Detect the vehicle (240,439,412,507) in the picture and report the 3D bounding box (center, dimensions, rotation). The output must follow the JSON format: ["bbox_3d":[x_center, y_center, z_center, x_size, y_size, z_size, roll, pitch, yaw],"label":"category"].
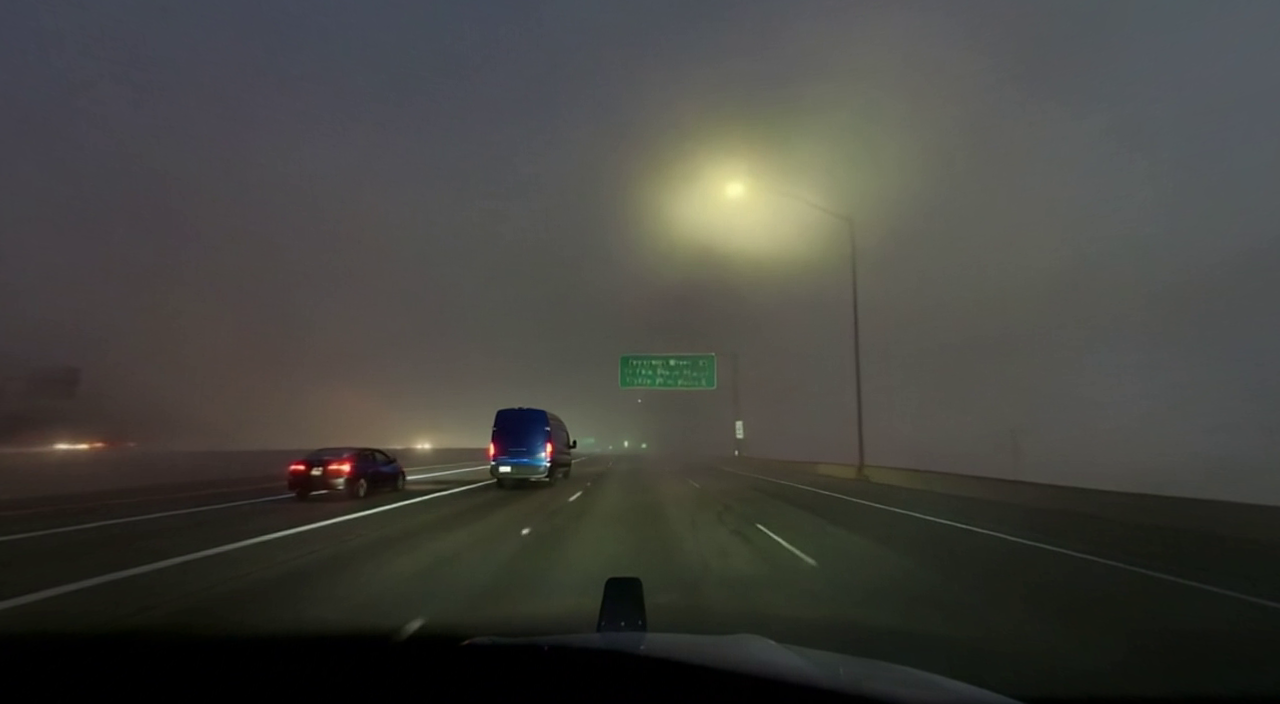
[{"bbox_3d":[-7.879,3.054,16.409,1.987,1.490,4.781,0,-9,1],"label":"vehicle"}]

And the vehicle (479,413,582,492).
[{"bbox_3d":[-3.422,3.322,20.944,2.372,2.248,5.393,0,-9,1],"label":"vehicle"}]
